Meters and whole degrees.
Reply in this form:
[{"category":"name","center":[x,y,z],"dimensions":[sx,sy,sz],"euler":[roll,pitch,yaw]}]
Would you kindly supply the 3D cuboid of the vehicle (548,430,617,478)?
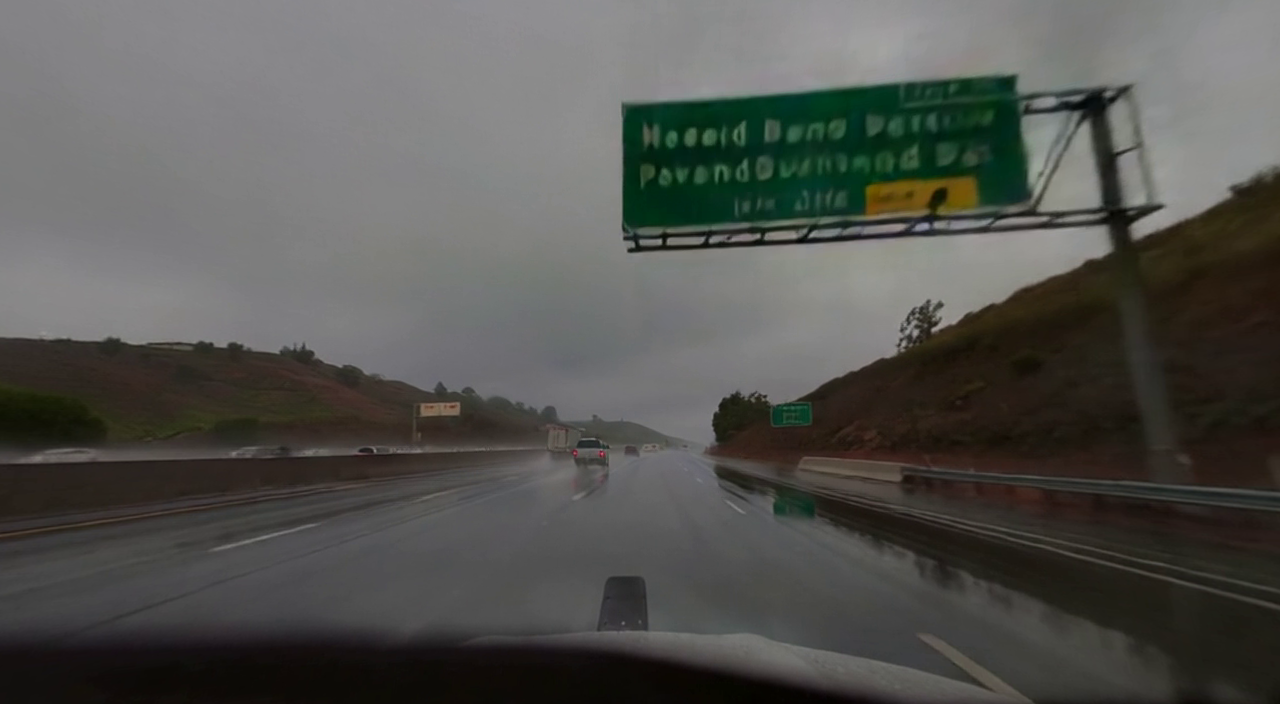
[{"category":"vehicle","center":[-2.391,4.473,27.698],"dimensions":[2.413,1.896,5.218],"euler":[0,-8,2]}]
